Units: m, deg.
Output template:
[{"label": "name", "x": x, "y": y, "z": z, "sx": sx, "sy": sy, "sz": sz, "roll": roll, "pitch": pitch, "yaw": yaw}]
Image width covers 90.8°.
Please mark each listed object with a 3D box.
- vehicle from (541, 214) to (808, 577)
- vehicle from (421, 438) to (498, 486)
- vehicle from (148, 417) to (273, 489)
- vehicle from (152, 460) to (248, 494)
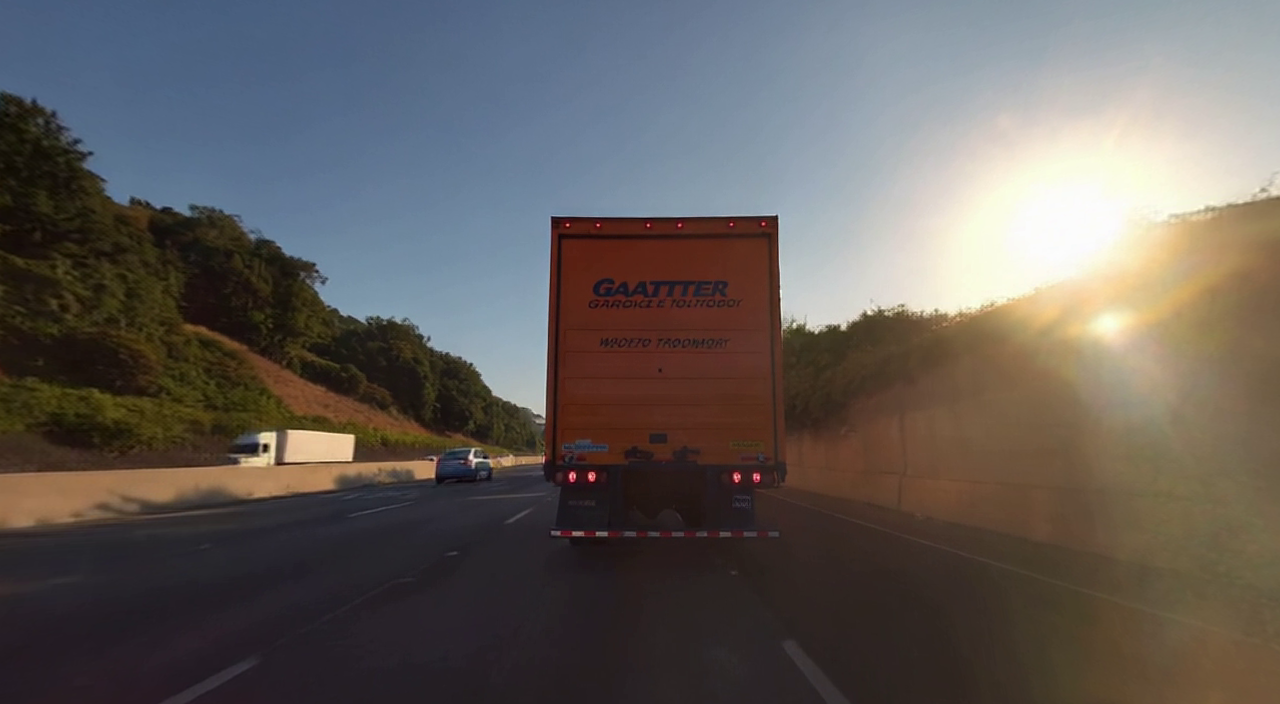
[{"label": "vehicle", "x": 0.482, "y": 1.233, "z": 12.276, "sx": 2.853, "sy": 4.054, "sz": 10.557, "roll": 0, "pitch": -9, "yaw": 1}, {"label": "vehicle", "x": -8.560, "y": 5.277, "z": 30.537, "sx": 2.174, "sy": 2.059, "sz": 5.314, "roll": 0, "pitch": -9, "yaw": 0}, {"label": "vehicle", "x": -25.303, "y": 6.025, "z": 37.617, "sx": 2.982, "sy": 3.901, "sz": 5.976, "roll": 0, "pitch": -9, "yaw": 0}, {"label": "vehicle", "x": -20.544, "y": 5.843, "z": 29.658, "sx": 1.851, "sy": 1.430, "sz": 3.604, "roll": 0, "pitch": -9, "yaw": 0}]
